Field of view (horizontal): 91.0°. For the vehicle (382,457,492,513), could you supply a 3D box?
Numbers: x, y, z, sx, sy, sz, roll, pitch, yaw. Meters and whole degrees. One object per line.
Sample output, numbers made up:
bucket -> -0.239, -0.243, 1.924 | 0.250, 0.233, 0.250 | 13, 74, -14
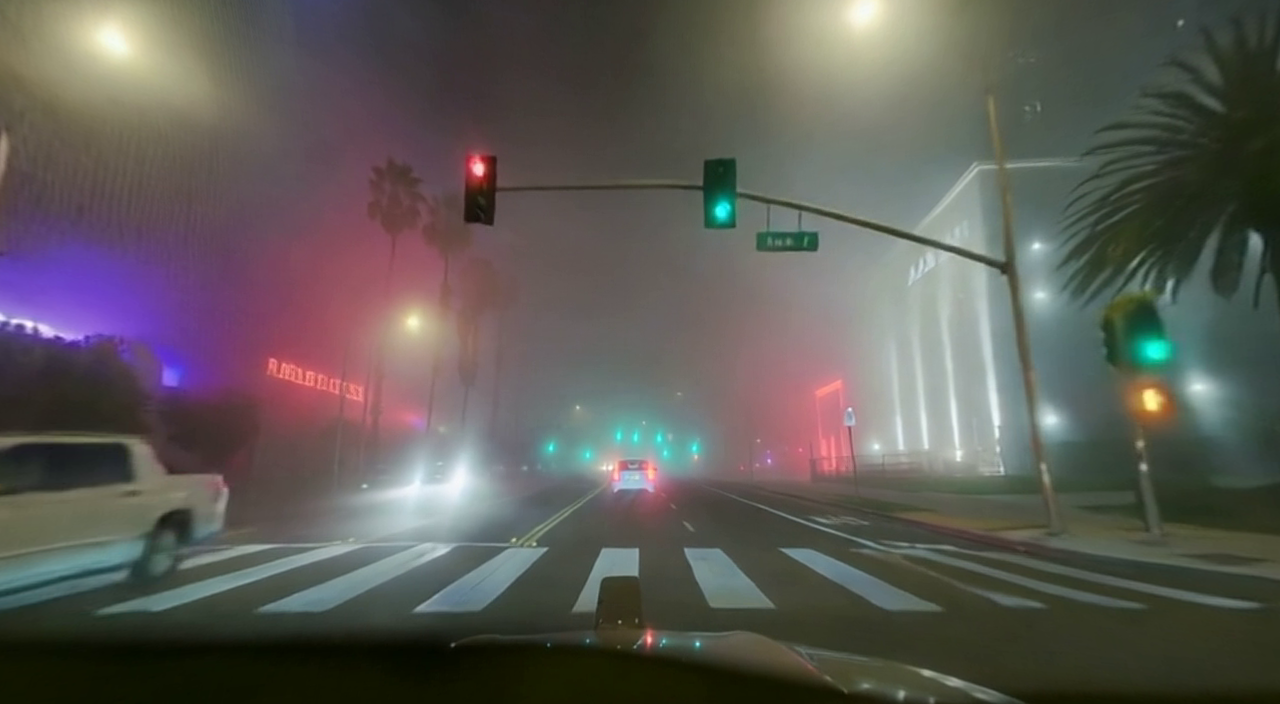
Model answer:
vehicle -> -6.240, 4.111, 19.967 | 1.951, 1.476, 4.452 | -1, -9, 1

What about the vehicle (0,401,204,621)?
vehicle -> -6.618, 1.404, 5.569 | 2.070, 1.893, 4.738 | 0, -9, 0

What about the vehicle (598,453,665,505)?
vehicle -> -0.298, 4.445, 22.498 | 2.145, 1.632, 3.972 | 0, -9, -1

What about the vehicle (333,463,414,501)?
vehicle -> -12.719, 6.290, 30.418 | 1.914, 1.551, 4.634 | -4, -12, 0
